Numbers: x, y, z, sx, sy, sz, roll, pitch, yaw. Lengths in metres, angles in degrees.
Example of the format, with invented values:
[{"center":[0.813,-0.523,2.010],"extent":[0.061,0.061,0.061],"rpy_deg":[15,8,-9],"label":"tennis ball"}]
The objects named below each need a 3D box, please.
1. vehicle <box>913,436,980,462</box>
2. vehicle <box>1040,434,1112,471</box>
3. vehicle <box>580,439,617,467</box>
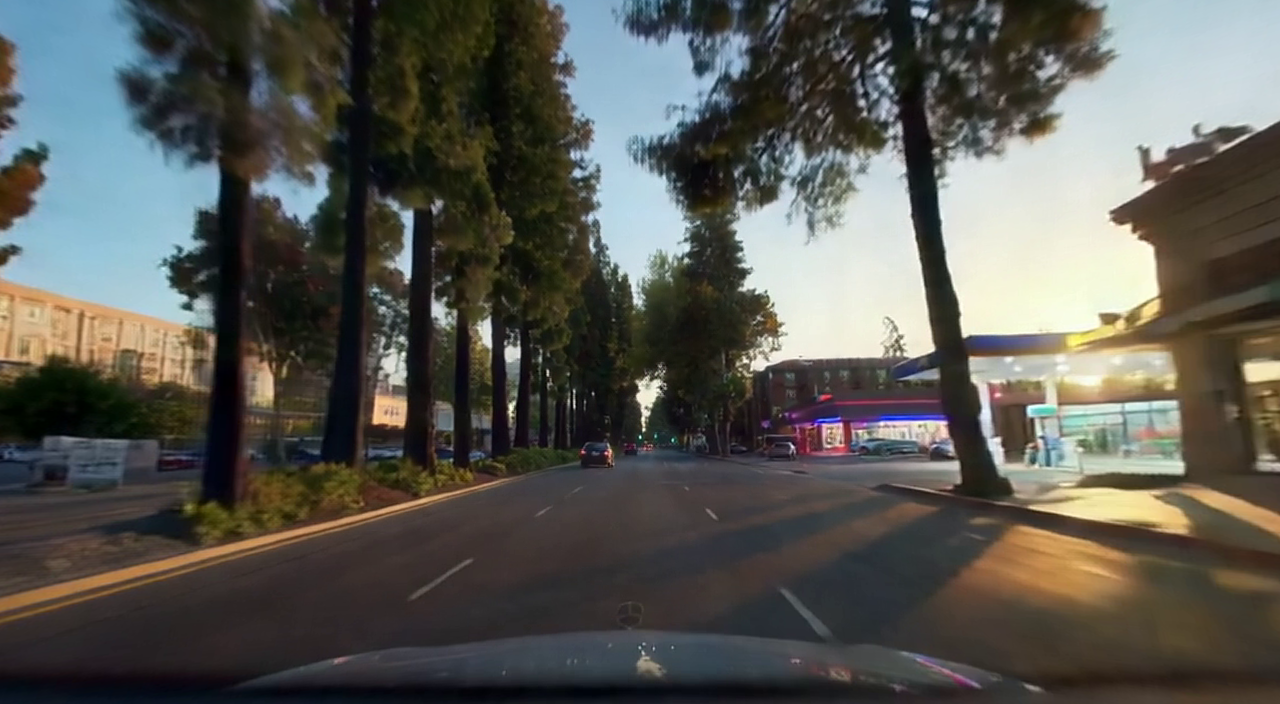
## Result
[{"center":[21.462,6.767,44.107],"extent":[4.484,1.697,1.959],"rpy_deg":[5,-10,-30],"label":"vehicle"},{"center":[20.864,4.782,30.066],"extent":[4.394,1.624,1.803],"rpy_deg":[8,-13,-43],"label":"vehicle"},{"center":[-2.826,7.052,44.114],"extent":[2.196,1.801,4.542],"rpy_deg":[0,-8,1],"label":"vehicle"}]
